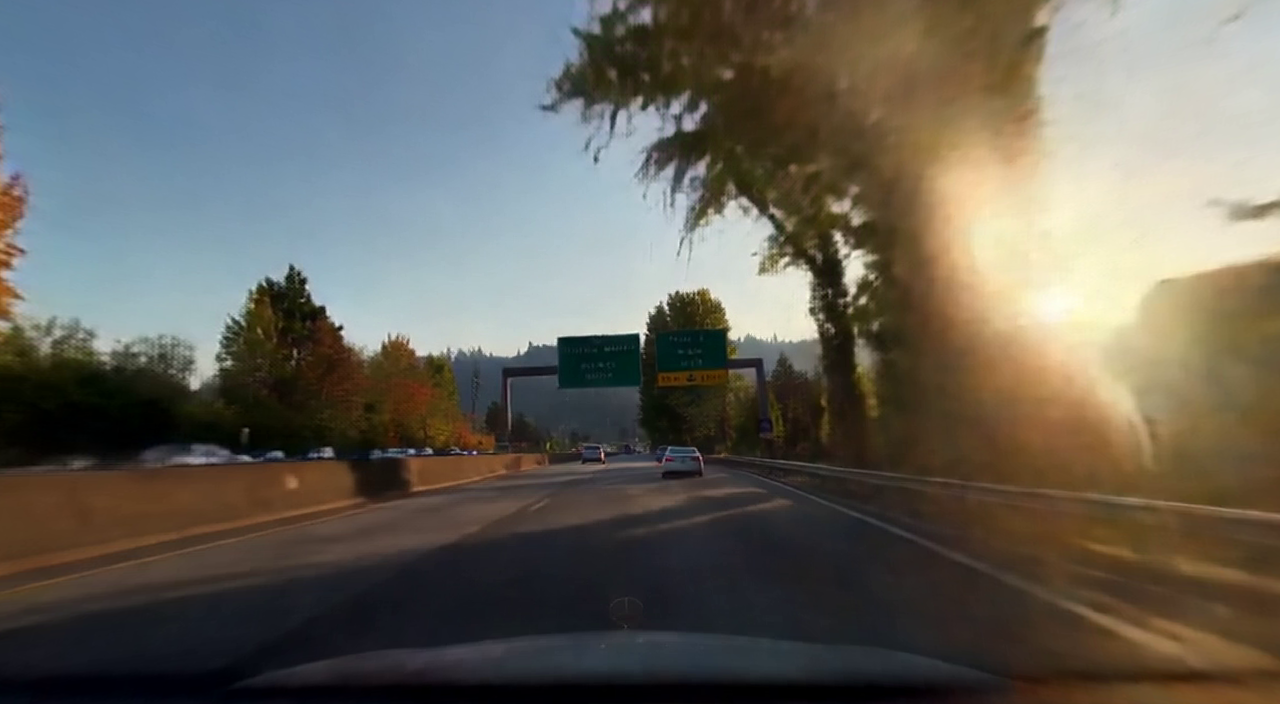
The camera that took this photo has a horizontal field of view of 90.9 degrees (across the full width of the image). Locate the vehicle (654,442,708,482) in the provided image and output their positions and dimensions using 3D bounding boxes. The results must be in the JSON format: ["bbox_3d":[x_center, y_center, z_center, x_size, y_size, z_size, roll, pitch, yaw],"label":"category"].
[{"bbox_3d":[1.568,4.352,25.168,1.960,1.456,3.818,0,-9,1],"label":"vehicle"}]

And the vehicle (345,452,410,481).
[{"bbox_3d":[-13.752,5.994,33.285,1.824,1.440,3.956,0,-9,-1],"label":"vehicle"}]

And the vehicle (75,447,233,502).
[{"bbox_3d":[-16.443,4.128,21.686,1.949,1.656,4.285,0,-9,0],"label":"vehicle"}]

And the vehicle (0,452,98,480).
[{"bbox_3d":[-33.464,6.430,35.678,1.849,1.454,4.253,0,-9,-3],"label":"vehicle"}]
